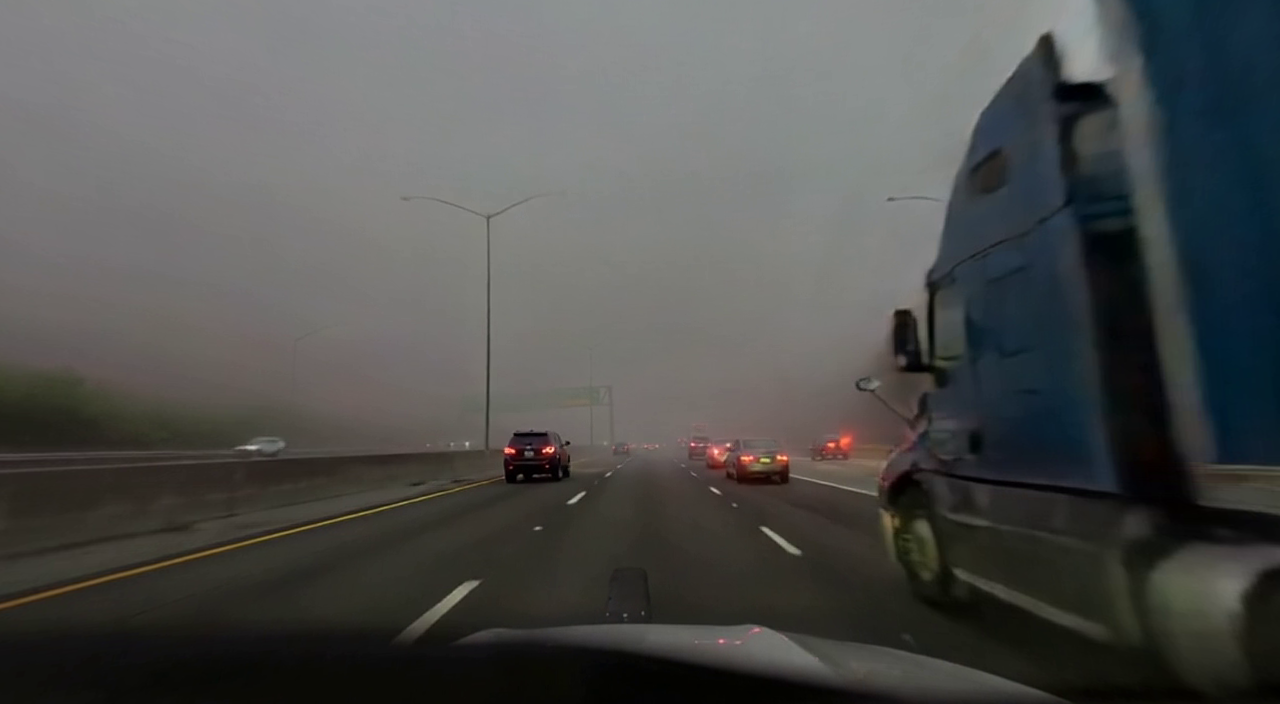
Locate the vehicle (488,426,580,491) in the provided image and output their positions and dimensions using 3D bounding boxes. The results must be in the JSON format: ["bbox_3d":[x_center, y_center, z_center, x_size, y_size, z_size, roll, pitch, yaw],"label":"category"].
[{"bbox_3d":[-3.081,3.212,19.278,2.006,1.741,4.277,-1,-8,1],"label":"vehicle"}]

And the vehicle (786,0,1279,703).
[{"bbox_3d":[3.642,0.187,5.816,3.059,3.981,6.593,-1,-8,1],"label":"vehicle"}]

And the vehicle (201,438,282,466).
[{"bbox_3d":[-26.078,6.528,41.446,1.982,1.710,4.550,-1,-8,6],"label":"vehicle"}]

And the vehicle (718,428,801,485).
[{"bbox_3d":[3.983,3.575,21.820,1.991,1.715,4.455,-1,-8,0],"label":"vehicle"}]
